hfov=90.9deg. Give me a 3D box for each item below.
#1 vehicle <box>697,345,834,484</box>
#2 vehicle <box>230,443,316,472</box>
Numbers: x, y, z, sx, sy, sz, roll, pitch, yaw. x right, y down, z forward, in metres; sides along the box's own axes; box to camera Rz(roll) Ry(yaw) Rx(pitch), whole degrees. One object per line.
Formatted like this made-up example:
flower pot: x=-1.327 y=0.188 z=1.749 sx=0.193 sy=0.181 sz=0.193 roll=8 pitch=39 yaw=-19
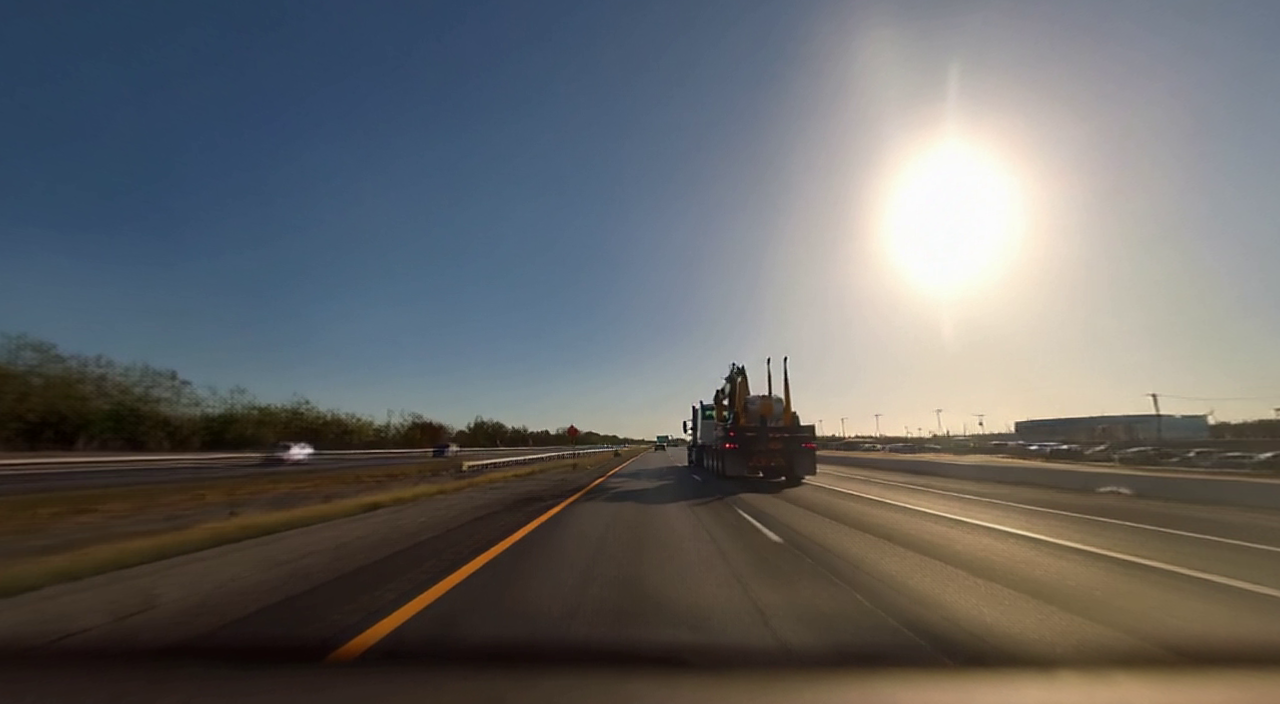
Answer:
vehicle: x=3.880 y=2.246 z=21.370 sx=3.279 sy=3.956 sz=6.541 roll=0 pitch=-9 yaw=1
vehicle: x=-20.034 y=5.765 z=34.689 sx=1.870 sy=1.482 sz=4.663 roll=-1 pitch=-9 yaw=2
